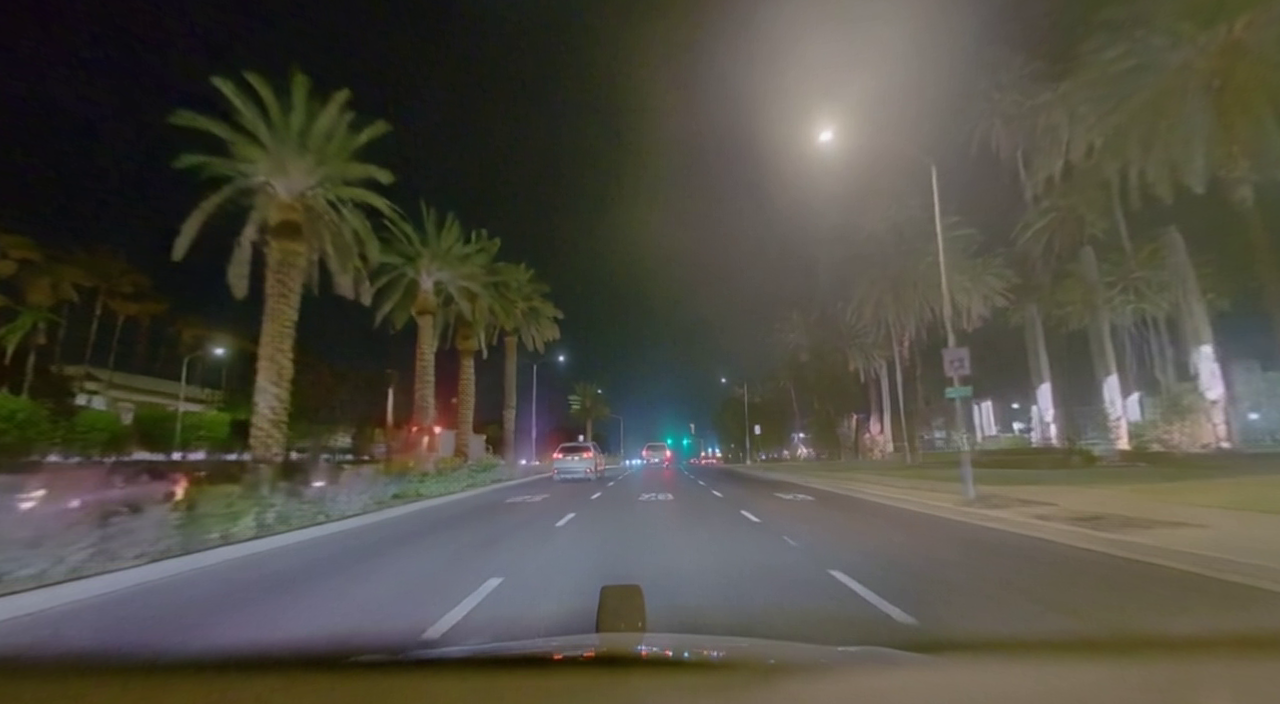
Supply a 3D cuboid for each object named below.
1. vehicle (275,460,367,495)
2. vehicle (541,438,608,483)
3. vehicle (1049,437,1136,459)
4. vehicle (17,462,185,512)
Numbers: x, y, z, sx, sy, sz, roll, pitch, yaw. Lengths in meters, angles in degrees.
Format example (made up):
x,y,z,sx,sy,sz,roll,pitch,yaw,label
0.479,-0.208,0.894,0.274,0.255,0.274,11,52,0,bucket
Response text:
x,y,z,sx,sy,sz,roll,pitch,yaw,label
-15.999,6.302,31.789,2.255,1.551,4.298,0,-9,2,vehicle
-2.797,4.803,28.016,2.188,1.819,4.667,-1,-9,4,vehicle
32.806,7.000,45.629,4.637,1.545,1.925,-3,-9,19,vehicle
-19.769,4.938,23.385,1.955,1.514,4.685,0,-9,2,vehicle
